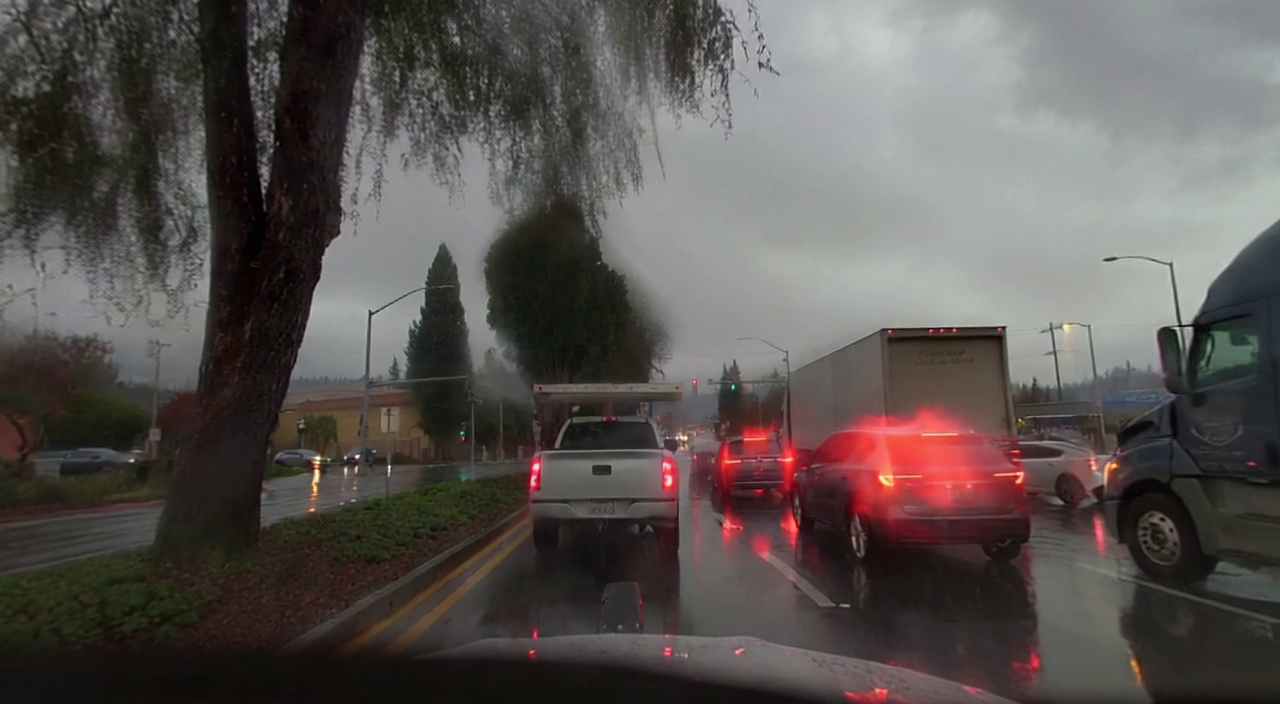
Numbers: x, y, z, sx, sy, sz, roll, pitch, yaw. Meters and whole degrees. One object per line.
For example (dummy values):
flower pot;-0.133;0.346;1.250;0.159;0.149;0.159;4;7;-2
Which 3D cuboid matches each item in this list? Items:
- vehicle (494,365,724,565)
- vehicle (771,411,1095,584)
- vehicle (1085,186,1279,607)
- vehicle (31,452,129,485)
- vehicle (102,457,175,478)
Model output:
vehicle;-0.365;1.615;9.561;2.499;2.183;5.111;0;-9;-1
vehicle;3.241;1.731;8.417;1.905;1.587;4.998;0;-9;0
vehicle;6.523;0.090;3.307;2.802;3.322;7.429;0;-9;0
vehicle;-28.556;5.908;32.377;1.730;1.534;3.922;1;-9;-8
vehicle;-38.156;8.783;48.120;4.150;1.474;1.826;-1;-9;6
